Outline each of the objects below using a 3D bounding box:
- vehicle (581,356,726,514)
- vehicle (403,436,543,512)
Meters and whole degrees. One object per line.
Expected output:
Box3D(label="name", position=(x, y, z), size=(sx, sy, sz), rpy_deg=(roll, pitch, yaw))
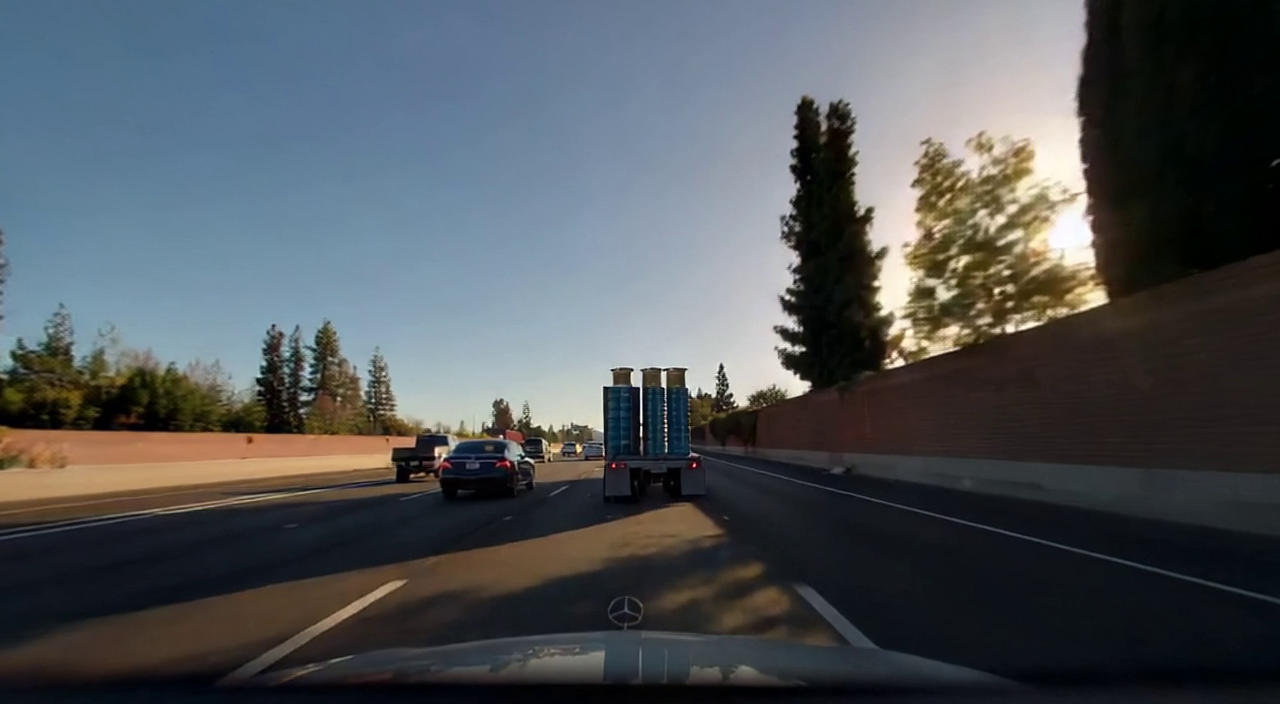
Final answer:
Box3D(label="vehicle", position=(0.305, 2.223, 16.607), size=(2.798, 3.071, 8.412), rpy_deg=(0, -8, 1))
Box3D(label="vehicle", position=(-3.664, 2.758, 14.834), size=(1.974, 1.475, 4.538), rpy_deg=(0, -8, 1))
